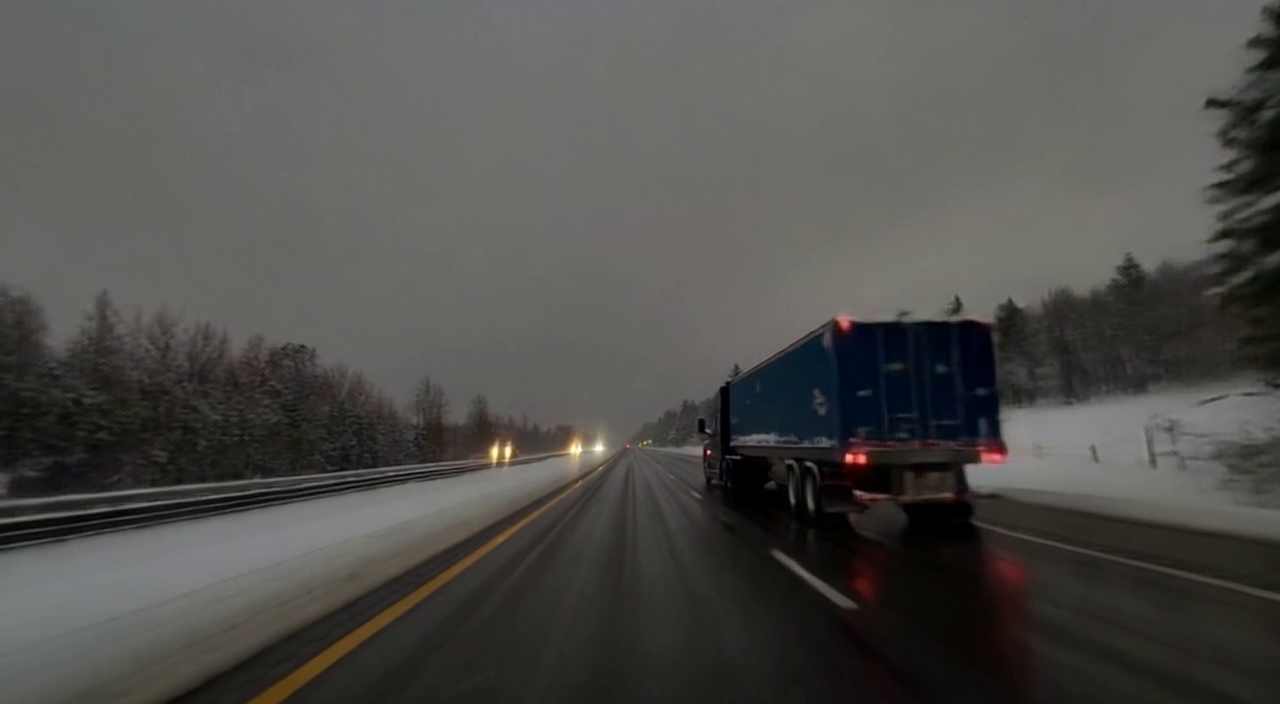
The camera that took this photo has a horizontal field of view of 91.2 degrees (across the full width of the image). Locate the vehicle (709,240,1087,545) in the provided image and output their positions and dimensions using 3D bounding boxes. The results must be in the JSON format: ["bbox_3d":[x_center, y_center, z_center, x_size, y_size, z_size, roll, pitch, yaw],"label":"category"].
[{"bbox_3d":[3.997,1.518,15.024,2.922,3.905,14.151,0,-9,-1],"label":"vehicle"}]
